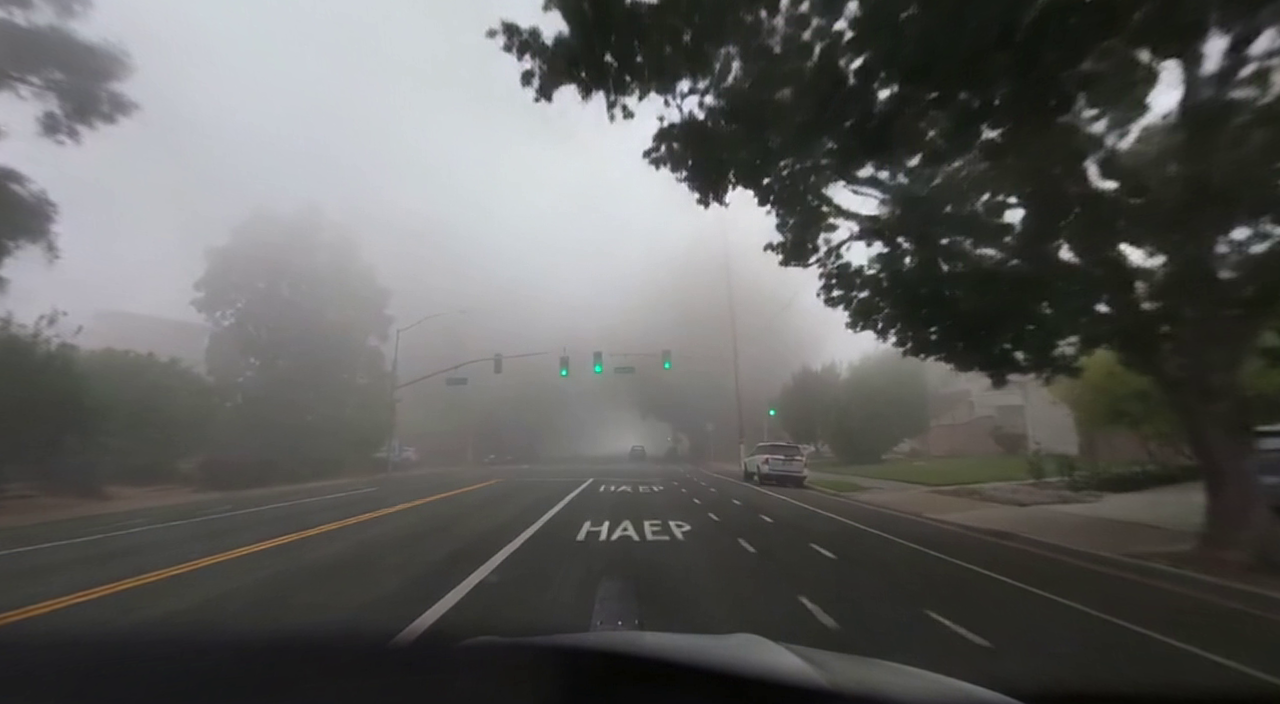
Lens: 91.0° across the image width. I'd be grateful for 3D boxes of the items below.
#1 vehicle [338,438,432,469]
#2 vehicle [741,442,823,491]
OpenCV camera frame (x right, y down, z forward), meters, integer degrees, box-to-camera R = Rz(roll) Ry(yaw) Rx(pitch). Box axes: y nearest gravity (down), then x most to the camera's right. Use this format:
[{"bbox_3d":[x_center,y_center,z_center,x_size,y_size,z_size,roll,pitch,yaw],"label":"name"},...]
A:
[{"bbox_3d":[-17.926,7.207,44.422,5.656,1.999,2.307,-2,-10,3],"label":"vehicle"},{"bbox_3d":[5.161,4.209,23.500,1.979,1.637,4.321,0,-9,-1],"label":"vehicle"}]
